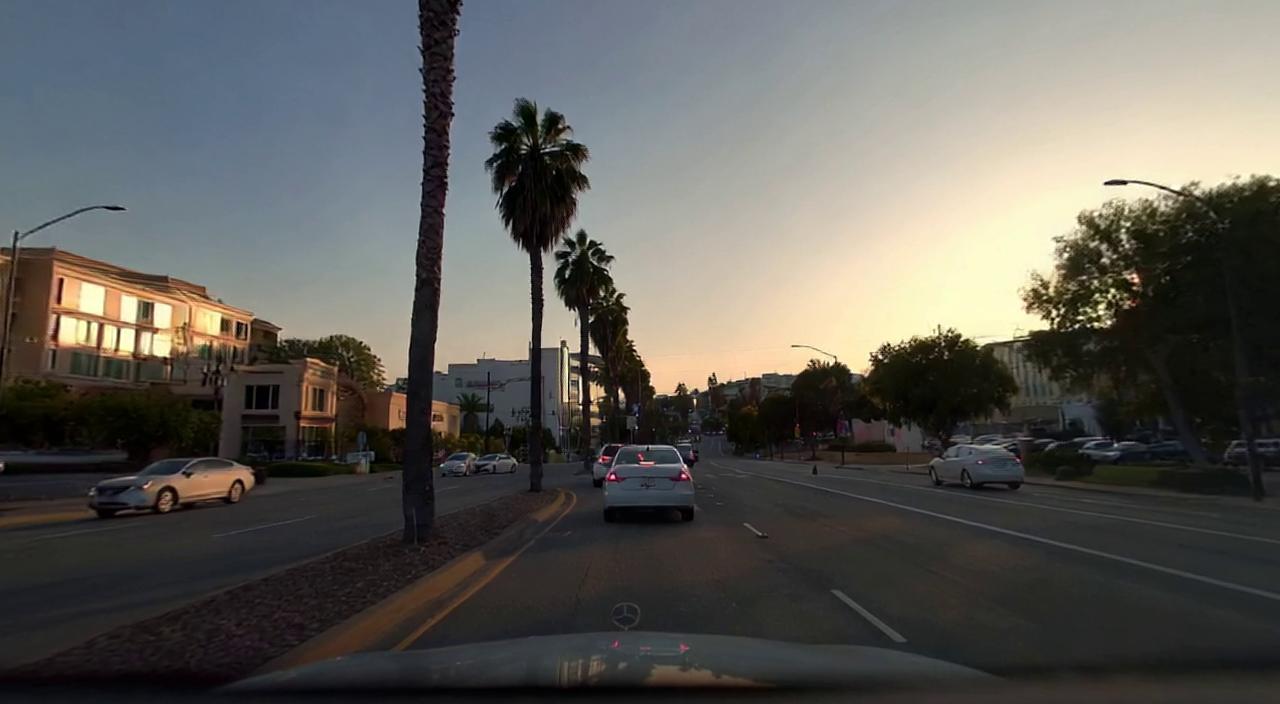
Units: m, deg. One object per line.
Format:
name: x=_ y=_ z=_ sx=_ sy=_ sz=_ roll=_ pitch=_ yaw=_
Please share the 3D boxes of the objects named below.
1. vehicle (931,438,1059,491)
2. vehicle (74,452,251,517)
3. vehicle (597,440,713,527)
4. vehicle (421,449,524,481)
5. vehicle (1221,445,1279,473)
vehicle: x=13.589 y=4.314 z=24.647 sx=2.131 sy=1.832 sz=5.203 roll=0 pitch=-9 yaw=3
vehicle: x=-13.665 y=3.753 z=18.489 sx=1.858 sy=1.604 sz=4.331 roll=0 pitch=-8 yaw=-1
vehicle: x=0.251 y=2.585 z=13.055 sx=1.986 sy=1.473 sz=4.382 roll=0 pitch=-9 yaw=0
vehicle: x=-8.284 y=5.544 z=31.301 sx=4.585 sy=1.479 sz=2.088 roll=-4 pitch=-9 yaw=23
vehicle: x=38.041 y=6.518 z=38.589 sx=4.418 sy=1.616 sz=1.929 roll=3 pitch=-9 yaw=-23
